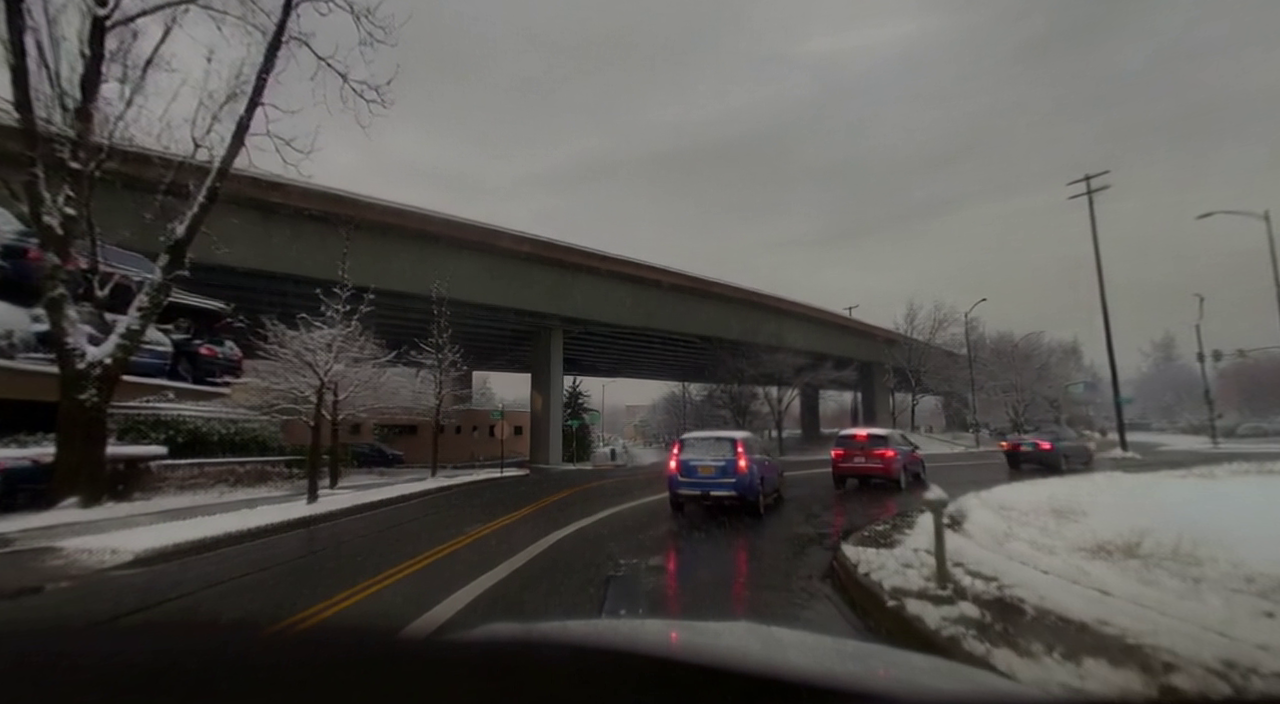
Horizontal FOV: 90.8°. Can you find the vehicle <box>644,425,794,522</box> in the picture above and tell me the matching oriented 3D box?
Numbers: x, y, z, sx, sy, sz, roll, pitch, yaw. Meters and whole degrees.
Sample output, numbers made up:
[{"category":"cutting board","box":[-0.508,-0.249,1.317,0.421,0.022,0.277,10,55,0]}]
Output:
[{"category":"vehicle","box":[1.821,2.390,12.995,2.087,1.578,4.652,-3,-9,19]}]

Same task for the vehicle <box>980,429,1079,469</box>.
[{"category":"vehicle","box":[18.775,4.662,30.438,4.310,1.762,1.995,4,-10,-27]}]

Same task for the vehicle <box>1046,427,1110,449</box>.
[{"category":"vehicle","box":[33.729,6.667,48.626,4.444,1.611,1.901,4,-9,-25]}]

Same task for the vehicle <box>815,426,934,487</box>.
[{"category":"vehicle","box":[8.312,3.598,22.161,2.241,1.885,4.771,-6,-10,41]}]
